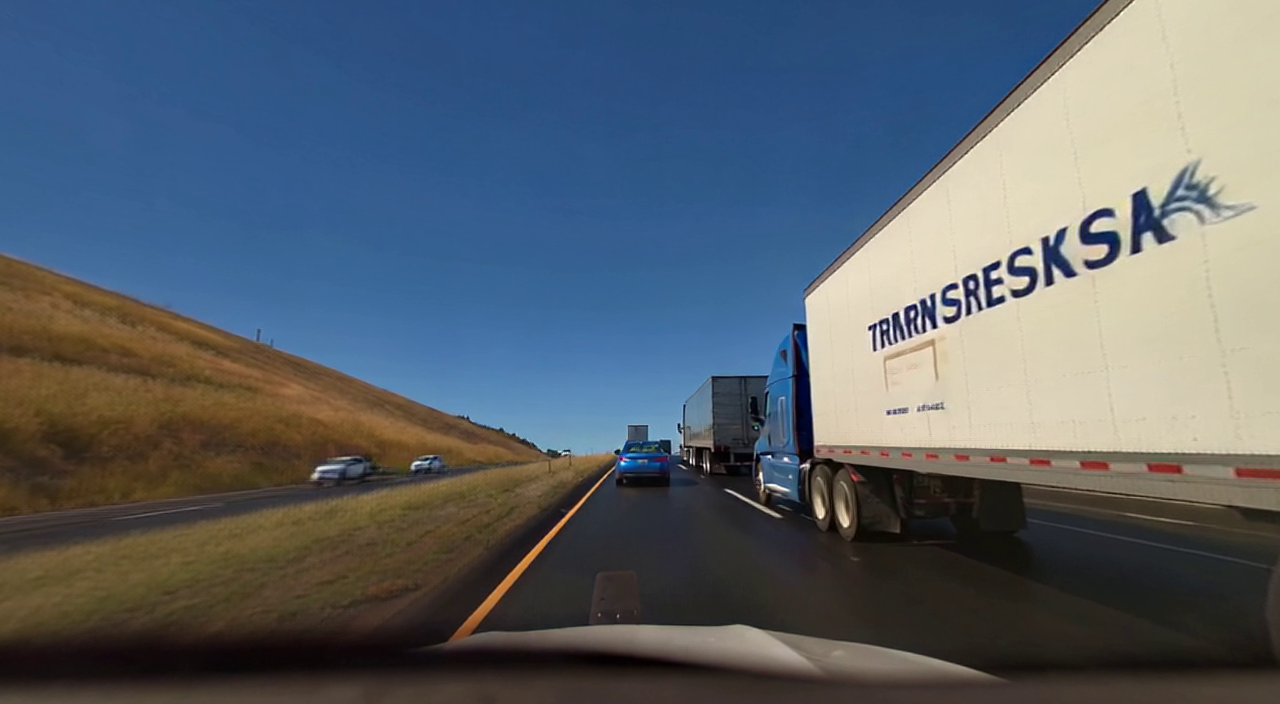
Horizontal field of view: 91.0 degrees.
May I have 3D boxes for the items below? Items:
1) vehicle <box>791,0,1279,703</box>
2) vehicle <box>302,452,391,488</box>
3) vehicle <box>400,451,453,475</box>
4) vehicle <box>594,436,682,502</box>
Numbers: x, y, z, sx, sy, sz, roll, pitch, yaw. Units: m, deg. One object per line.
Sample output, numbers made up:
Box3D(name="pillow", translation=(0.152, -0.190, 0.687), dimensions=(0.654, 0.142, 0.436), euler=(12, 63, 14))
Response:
Box3D(name="vehicle", translation=(4.342, -0.462, 2.857), dimensions=(3.410, 4.438, 14.410), euler=(0, -8, -1))
Box3D(name="vehicle", translation=(-14.263, 5.725, 30.930), dimensions=(2.046, 1.490, 4.634), euler=(-1, -8, 2))
Box3D(name="vehicle", translation=(-14.911, 7.773, 44.144), dimensions=(2.081, 1.476, 4.233), euler=(-1, -8, 2))
Box3D(name="vehicle", translation=(-0.073, 2.992, 16.578), dimensions=(2.045, 1.507, 3.763), euler=(-1, -8, -1))
